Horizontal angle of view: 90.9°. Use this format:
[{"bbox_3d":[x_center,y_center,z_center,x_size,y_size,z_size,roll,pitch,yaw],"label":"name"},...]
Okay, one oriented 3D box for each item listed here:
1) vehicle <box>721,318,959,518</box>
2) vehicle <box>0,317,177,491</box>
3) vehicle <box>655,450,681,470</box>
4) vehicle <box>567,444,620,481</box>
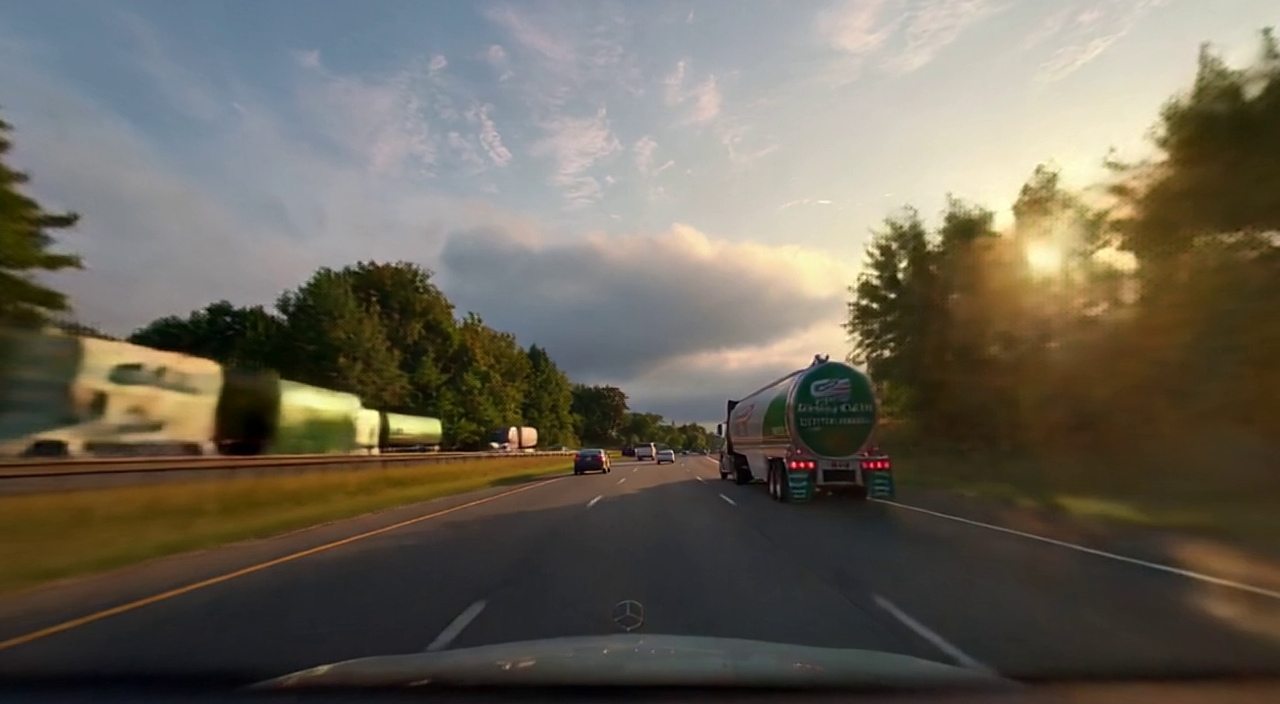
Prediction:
[{"bbox_3d":[4.847,2.360,19.548,3.057,3.993,13.914,0,-9,1],"label":"vehicle"},{"bbox_3d":[-15.956,1.533,16.488,2.905,3.909,5.792,-1,-9,2],"label":"vehicle"},{"bbox_3d":[2.197,8.426,49.341,1.990,1.537,3.725,-1,-9,3],"label":"vehicle"},{"bbox_3d":[-2.276,5.581,32.108,2.205,1.728,4.397,-1,-9,3],"label":"vehicle"}]
